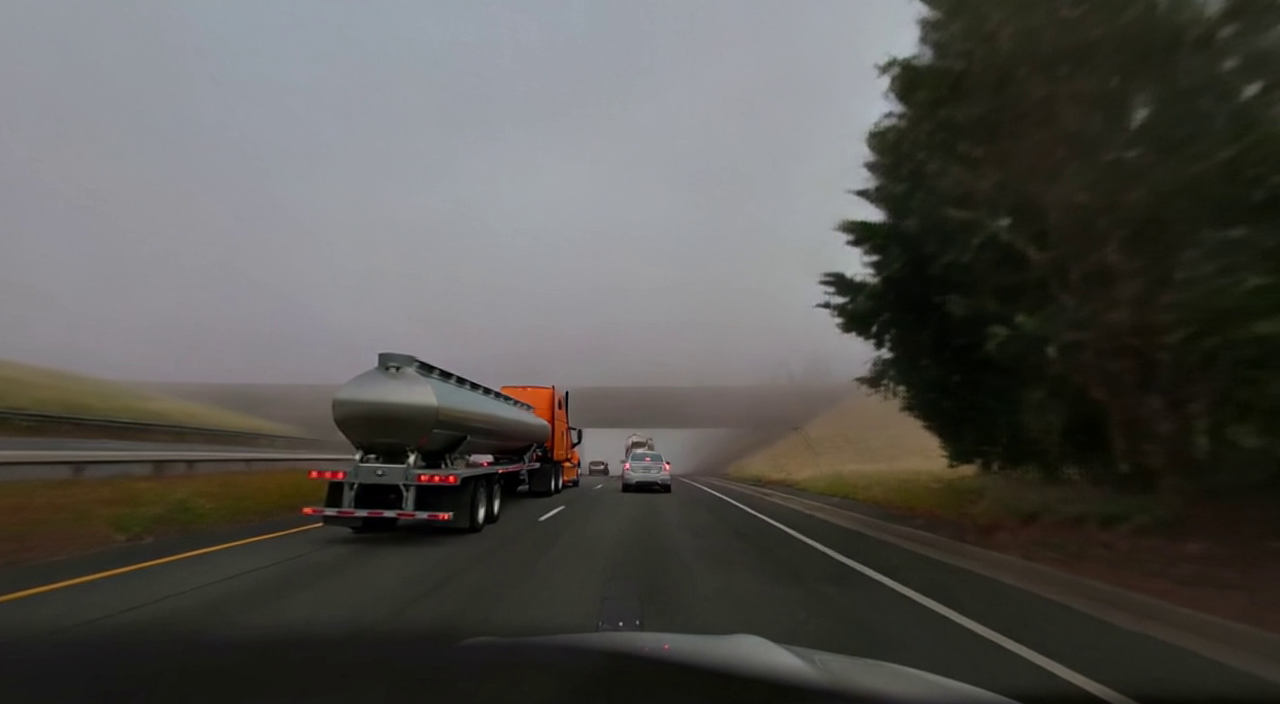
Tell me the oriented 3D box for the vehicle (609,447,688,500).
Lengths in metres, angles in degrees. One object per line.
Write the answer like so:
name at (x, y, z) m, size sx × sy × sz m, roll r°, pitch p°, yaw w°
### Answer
vehicle at (0.217, 3.762, 20.034) m, size 2.215 × 1.481 × 4.246 m, roll 0°, pitch -9°, yaw -1°

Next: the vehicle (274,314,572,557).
vehicle at (-3.949, 2.283, 16.647) m, size 2.896 × 3.563 × 14.643 m, roll 0°, pitch -9°, yaw -1°
